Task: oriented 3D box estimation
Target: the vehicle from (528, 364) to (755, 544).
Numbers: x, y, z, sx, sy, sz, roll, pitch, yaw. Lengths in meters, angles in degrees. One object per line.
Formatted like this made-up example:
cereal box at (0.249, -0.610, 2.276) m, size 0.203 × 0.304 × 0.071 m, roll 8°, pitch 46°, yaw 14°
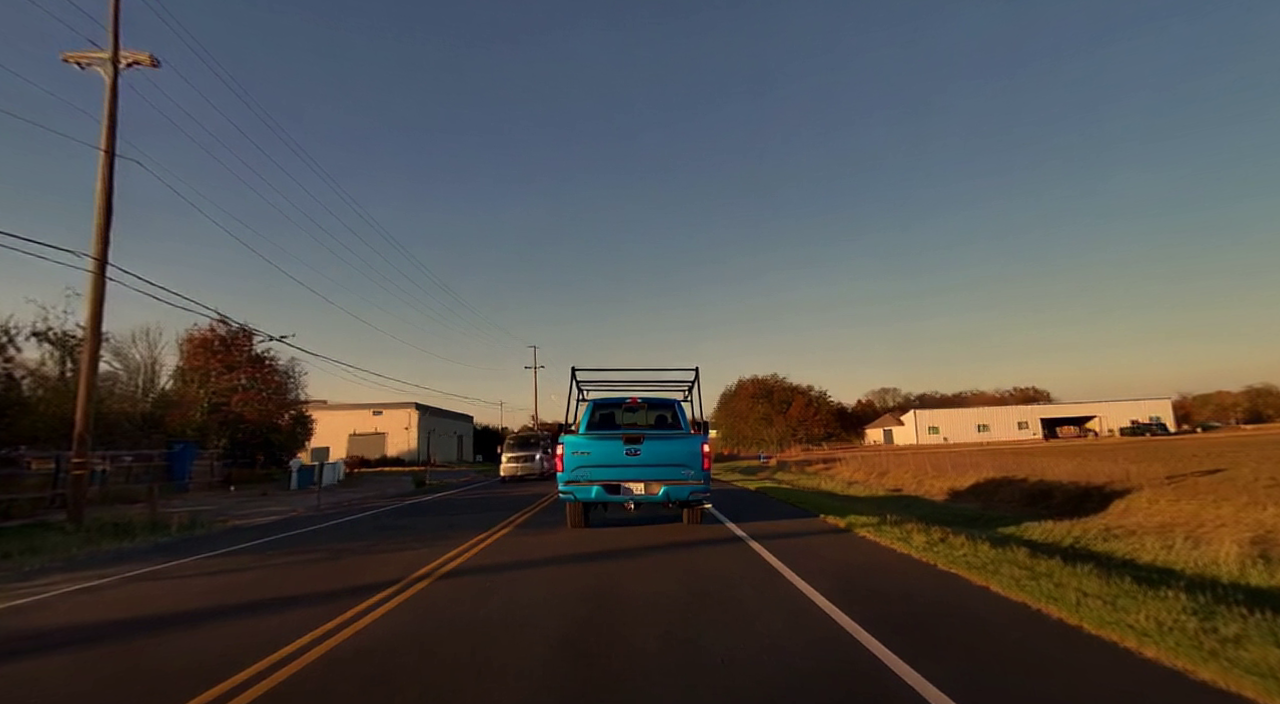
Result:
vehicle at (-0.072, 1.851, 11.891) m, size 2.912 × 2.320 × 7.292 m, roll 0°, pitch -8°, yaw -1°

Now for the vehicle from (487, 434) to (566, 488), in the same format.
vehicle at (-3.952, 3.884, 22.766) m, size 2.051 × 1.735 × 4.259 m, roll 0°, pitch -8°, yaw 0°
